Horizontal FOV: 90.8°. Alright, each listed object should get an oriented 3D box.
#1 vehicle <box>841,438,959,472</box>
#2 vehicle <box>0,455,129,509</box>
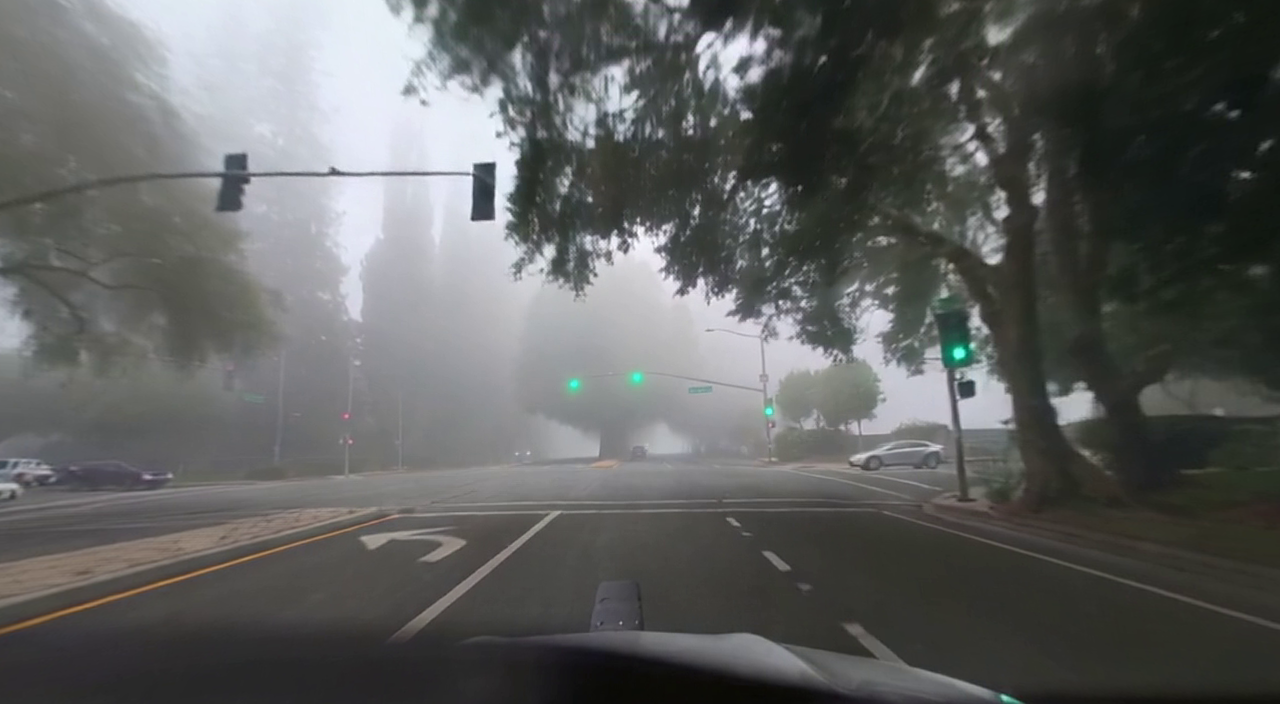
[{"bbox_3d":[12.170,4.855,29.811,4.611,1.505,2.029,0,-9,-1],"label":"vehicle"},{"bbox_3d":[-22.295,4.873,23.789,4.445,1.805,1.944,-1,-8,2],"label":"vehicle"}]
